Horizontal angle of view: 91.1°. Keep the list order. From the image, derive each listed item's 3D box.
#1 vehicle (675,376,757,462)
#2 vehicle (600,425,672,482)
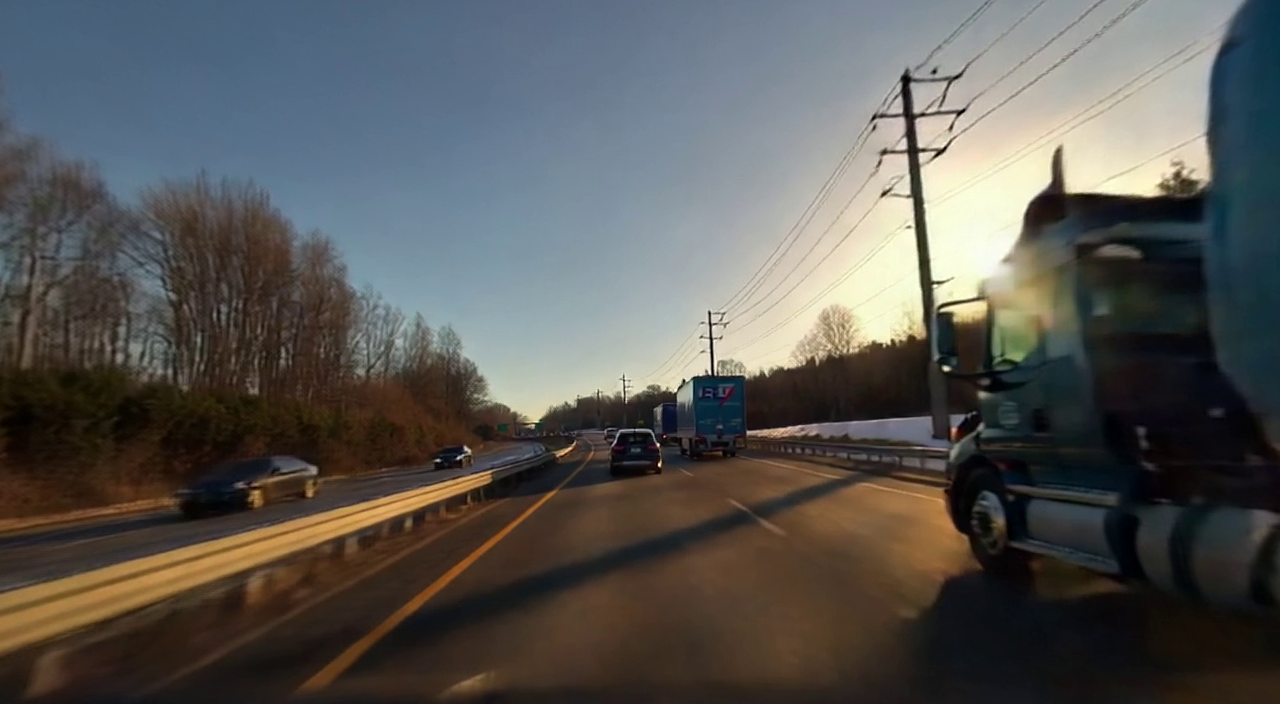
[{"bbox_3d":[3.639,3.590,32.700,2.835,3.872,8.916,0,-8,-2],"label":"vehicle"},{"bbox_3d":[-0.187,3.151,19.833,2.062,1.581,3.914,0,-8,-2],"label":"vehicle"}]
